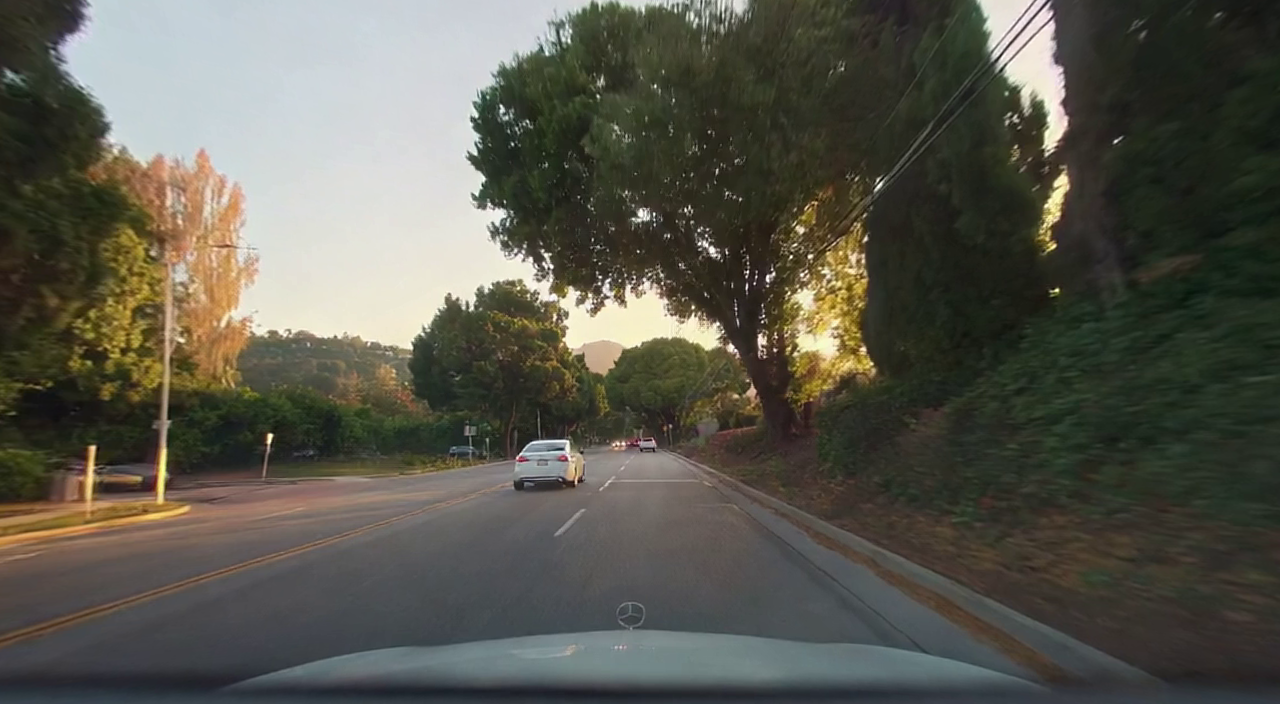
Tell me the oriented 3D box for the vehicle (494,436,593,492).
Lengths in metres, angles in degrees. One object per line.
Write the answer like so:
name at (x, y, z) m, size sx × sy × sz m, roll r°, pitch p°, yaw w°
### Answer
vehicle at (-2.715, 3.281, 18.840) m, size 2.153 × 1.461 × 4.374 m, roll 0°, pitch -8°, yaw 2°

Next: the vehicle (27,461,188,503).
vehicle at (-20.010, 4.865, 23.802) m, size 4.462 × 1.455 × 1.846 m, roll -1°, pitch -8°, yaw 3°
